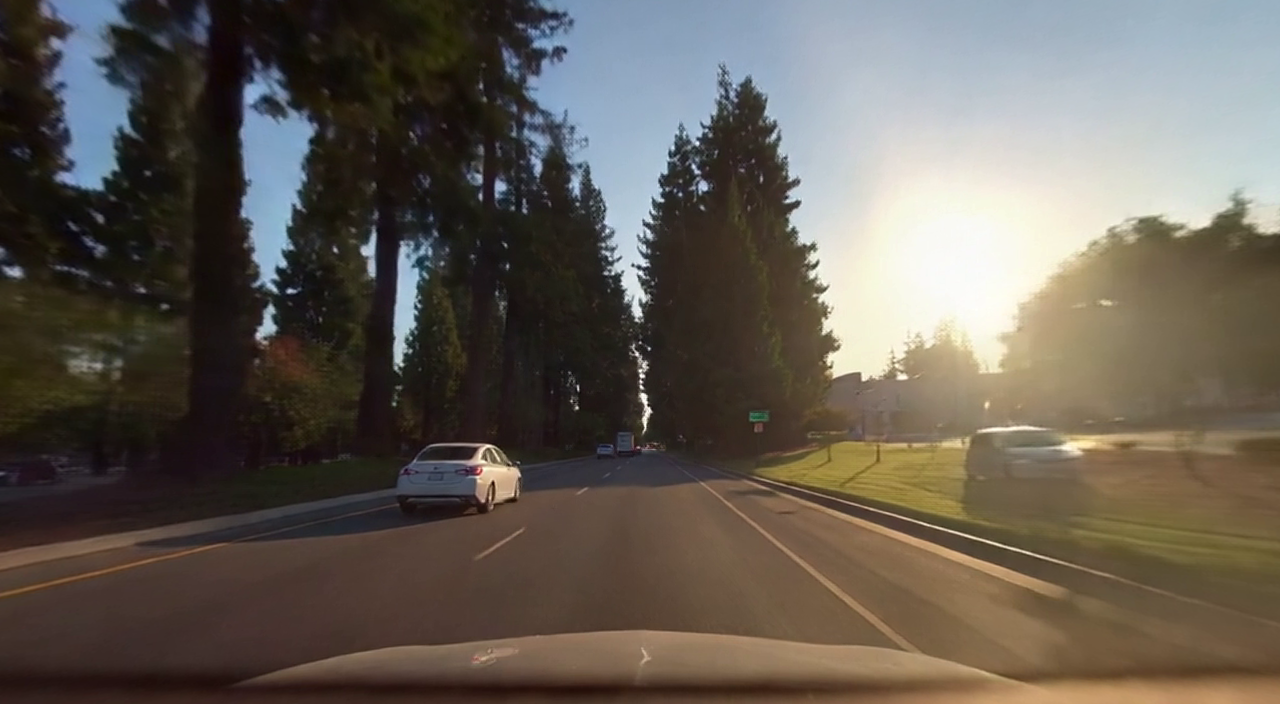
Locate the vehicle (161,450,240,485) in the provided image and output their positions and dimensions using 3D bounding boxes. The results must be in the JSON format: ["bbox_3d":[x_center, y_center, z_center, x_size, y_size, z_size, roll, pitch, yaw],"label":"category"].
[{"bbox_3d":[-31.739,8.296,45.734,2.223,1.991,5.316,-5,-7,-4],"label":"vehicle"}]

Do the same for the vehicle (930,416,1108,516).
[{"bbox_3d":[7.165,2.163,12.264,1.594,1.688,2.861,0,-9,-1],"label":"vehicle"}]

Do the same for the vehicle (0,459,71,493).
[{"bbox_3d":[-31.844,6.292,32.300,1.811,1.550,3.710,0,-9,0],"label":"vehicle"}]

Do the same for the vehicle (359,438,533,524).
[{"bbox_3d":[-3.723,2.561,13.105,2.033,1.454,4.512,-1,-9,2],"label":"vehicle"}]
